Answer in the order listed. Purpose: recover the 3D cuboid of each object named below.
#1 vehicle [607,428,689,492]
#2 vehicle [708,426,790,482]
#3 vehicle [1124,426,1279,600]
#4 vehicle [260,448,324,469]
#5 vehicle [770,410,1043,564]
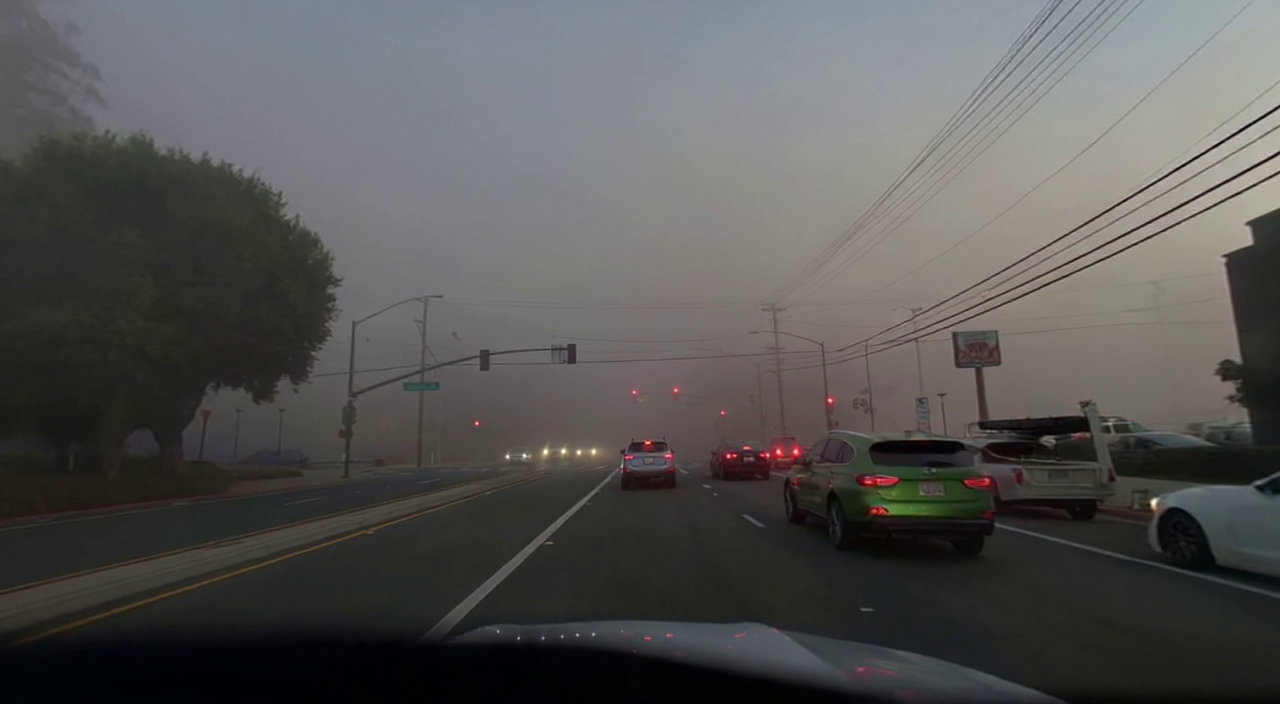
[{"bbox_3d":[0.235,3.147,18.632,2.149,1.668,3.962,0,-9,1],"label":"vehicle"},{"bbox_3d":[3.786,3.678,22.906,2.060,1.789,4.712,0,-9,-1],"label":"vehicle"},{"bbox_3d":[6.289,1.230,4.549,1.906,1.435,4.670,0,-9,0],"label":"vehicle"},{"bbox_3d":[-27.463,8.388,49.977,3.922,1.620,1.873,2,-9,-12],"label":"vehicle"},{"bbox_3d":[3.286,1.762,8.927,1.998,1.620,4.267,0,-9,1],"label":"vehicle"}]
